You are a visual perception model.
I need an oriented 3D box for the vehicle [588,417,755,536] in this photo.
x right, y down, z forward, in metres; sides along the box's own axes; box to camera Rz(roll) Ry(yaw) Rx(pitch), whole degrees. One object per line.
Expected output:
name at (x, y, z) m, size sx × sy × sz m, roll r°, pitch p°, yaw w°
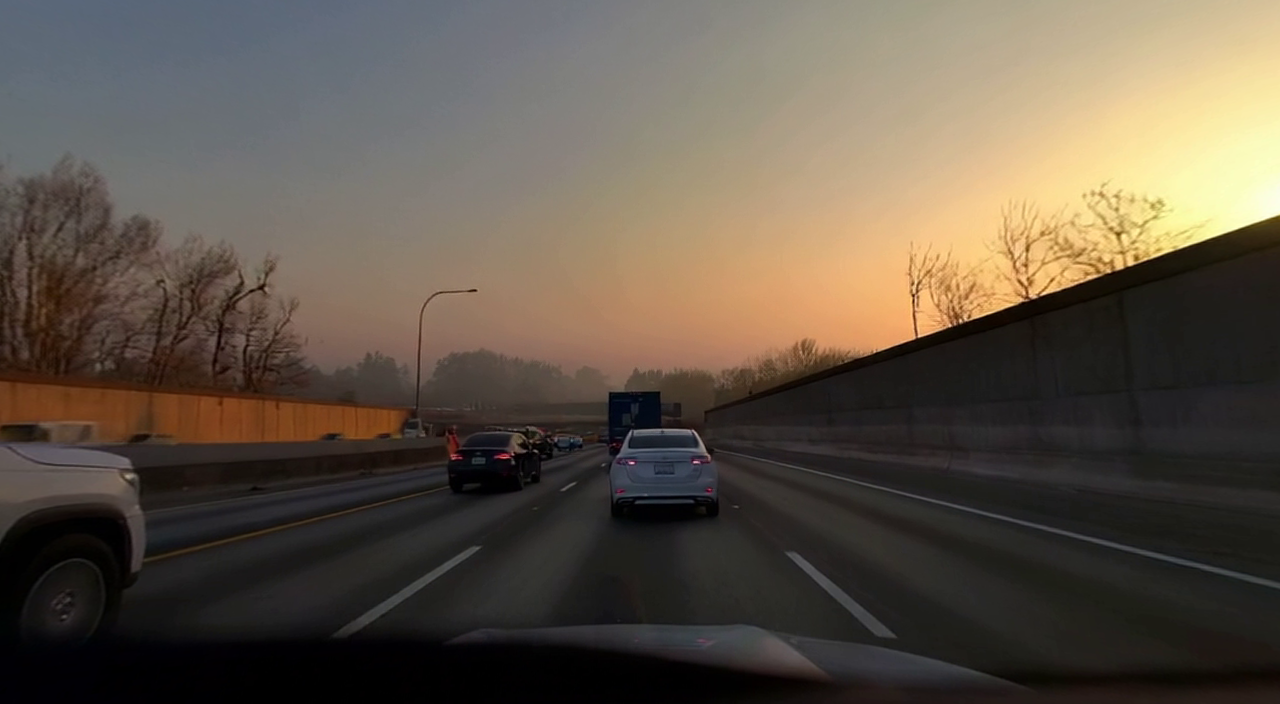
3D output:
vehicle at (0.430, 1.856, 10.051) m, size 2.089 × 1.485 × 4.153 m, roll 0°, pitch -8°, yaw 1°

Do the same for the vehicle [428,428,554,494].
vehicle at (-3.605, 2.713, 16.136) m, size 2.087 × 1.457 × 4.313 m, roll 0°, pitch -8°, yaw 2°

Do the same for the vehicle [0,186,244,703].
vehicle at (-4.022, 0.316, 1.408) m, size 2.386 × 2.435 × 5.831 m, roll 0°, pitch -8°, yaw 1°

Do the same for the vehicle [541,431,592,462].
vehicle at (-3.621, 4.735, 31.656) m, size 1.980 × 1.491 × 3.655 m, roll 0°, pitch -8°, yaw 2°
